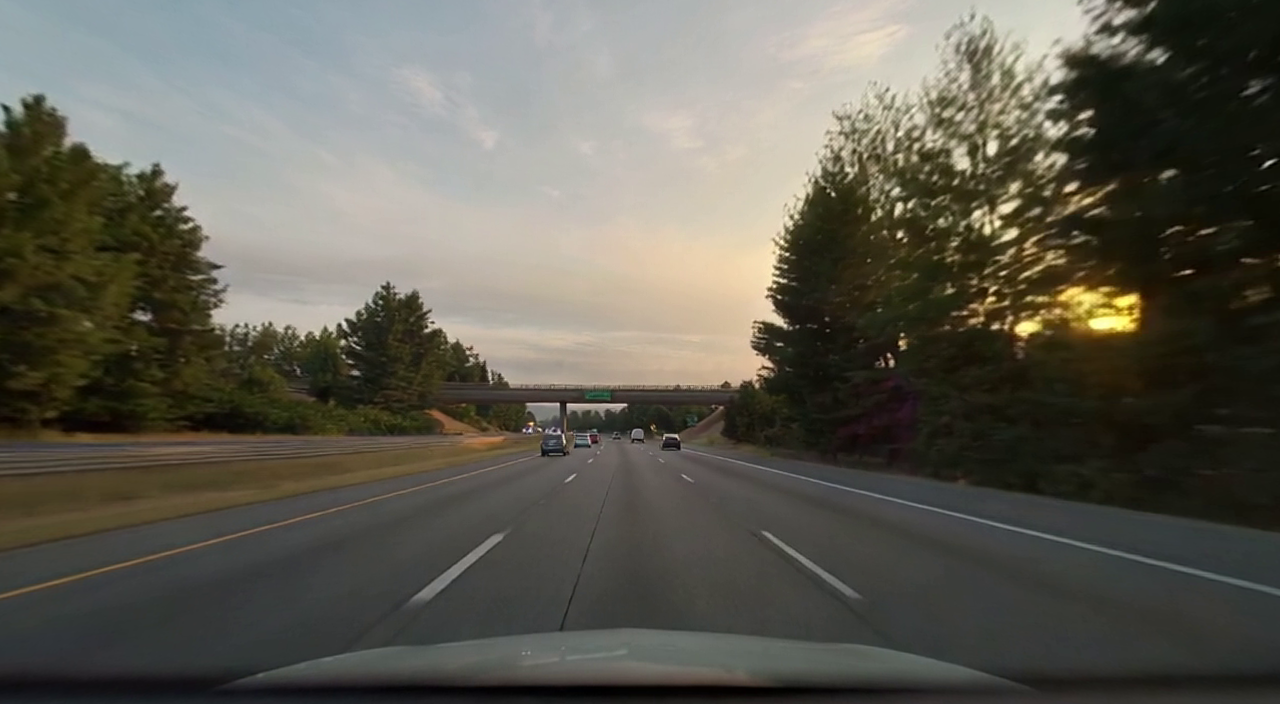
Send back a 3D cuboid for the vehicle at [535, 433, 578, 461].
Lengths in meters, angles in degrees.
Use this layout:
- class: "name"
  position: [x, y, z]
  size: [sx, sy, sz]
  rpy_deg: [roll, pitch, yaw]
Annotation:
- class: "vehicle"
  position: [-4.574, 5.222, 34.751]
  size: [1.966, 1.460, 3.519]
  rpy_deg: [0, -8, -1]
